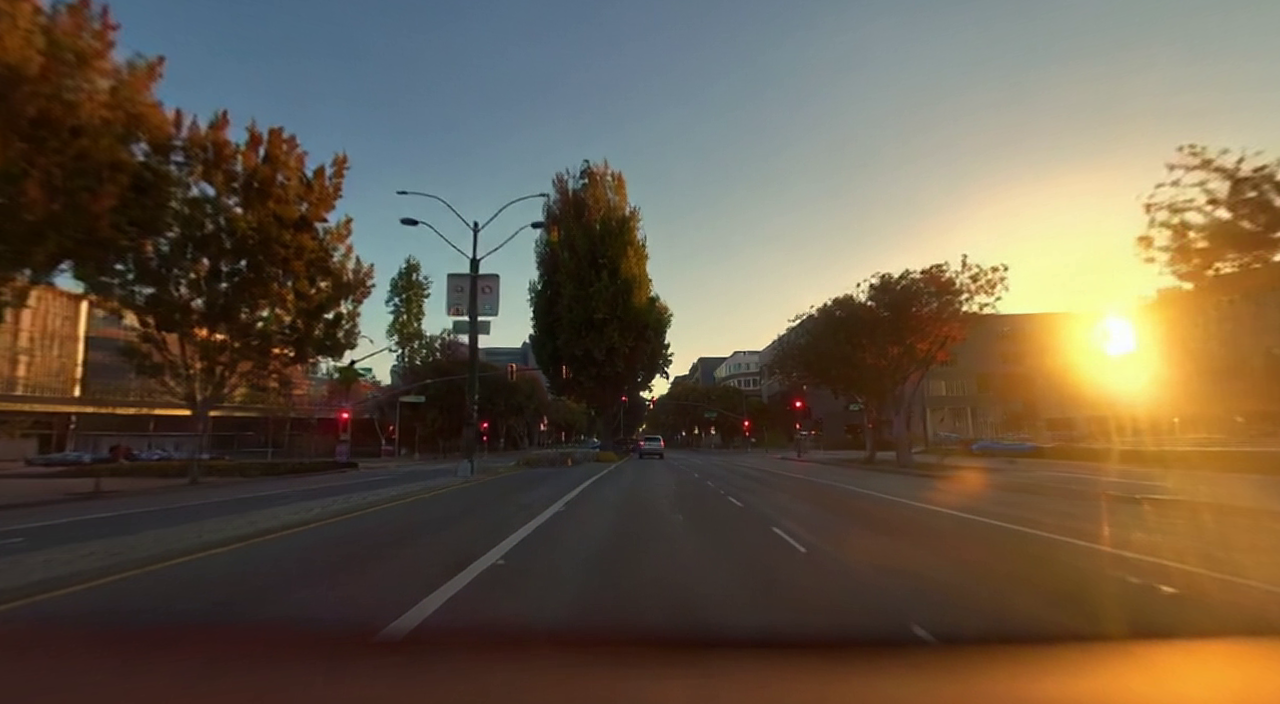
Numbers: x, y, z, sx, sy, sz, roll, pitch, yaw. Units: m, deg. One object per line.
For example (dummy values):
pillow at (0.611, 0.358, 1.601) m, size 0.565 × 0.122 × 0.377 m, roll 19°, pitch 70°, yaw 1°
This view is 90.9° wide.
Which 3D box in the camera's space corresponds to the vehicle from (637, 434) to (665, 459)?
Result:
vehicle at (0.849, 7.050, 47.195) m, size 1.994 × 1.759 × 4.186 m, roll 0°, pitch -8°, yaw 2°

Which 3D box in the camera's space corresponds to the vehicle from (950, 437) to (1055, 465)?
vehicle at (19.884, 5.438, 34.683) m, size 4.479 × 1.488 × 2.038 m, roll 0°, pitch -8°, yaw -1°
